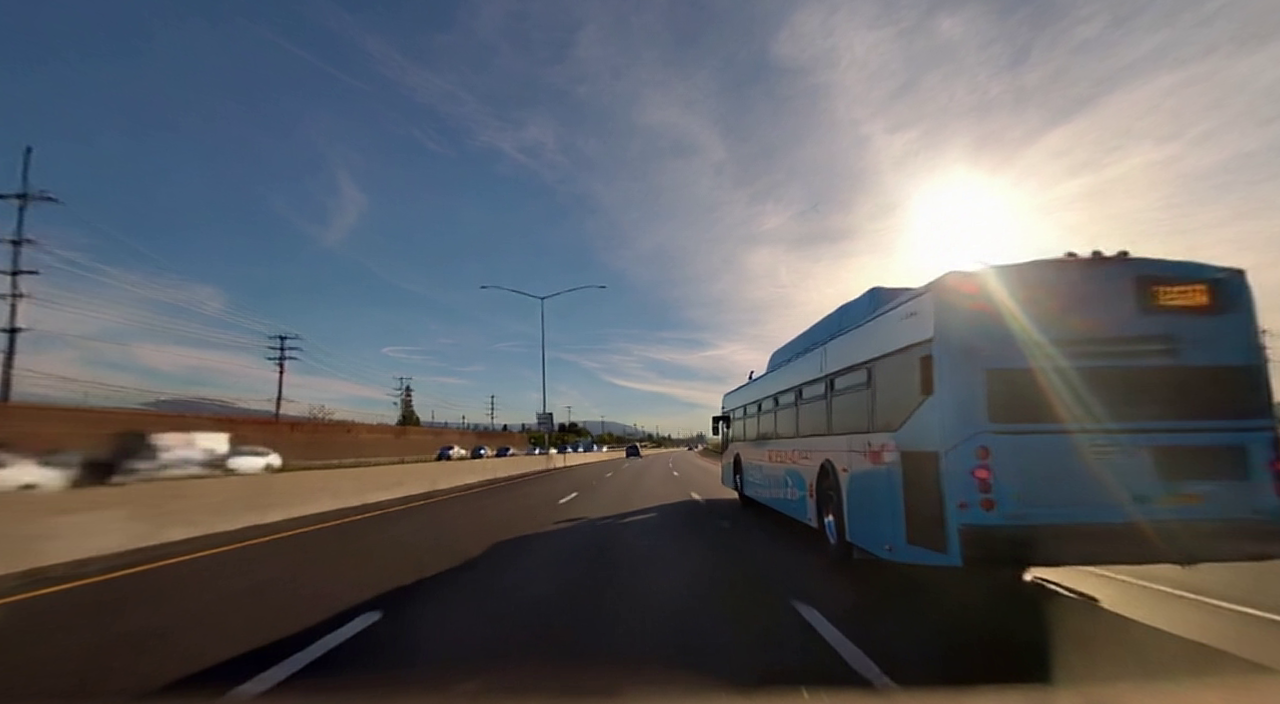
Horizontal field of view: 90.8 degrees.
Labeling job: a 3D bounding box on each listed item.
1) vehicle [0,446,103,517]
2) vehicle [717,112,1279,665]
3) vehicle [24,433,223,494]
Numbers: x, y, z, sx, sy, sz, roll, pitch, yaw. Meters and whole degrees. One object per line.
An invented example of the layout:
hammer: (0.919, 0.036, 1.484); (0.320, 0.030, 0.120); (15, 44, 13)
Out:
vehicle: (-14.483, 2.733, 13.317); (2.099, 1.471, 4.756); (0, -8, 1)
vehicle: (3.769, 1.196, 11.300); (3.144, 3.580, 14.591); (0, -8, 1)
vehicle: (-18.223, 3.961, 22.836); (2.281, 1.891, 5.644); (-1, -8, 2)
